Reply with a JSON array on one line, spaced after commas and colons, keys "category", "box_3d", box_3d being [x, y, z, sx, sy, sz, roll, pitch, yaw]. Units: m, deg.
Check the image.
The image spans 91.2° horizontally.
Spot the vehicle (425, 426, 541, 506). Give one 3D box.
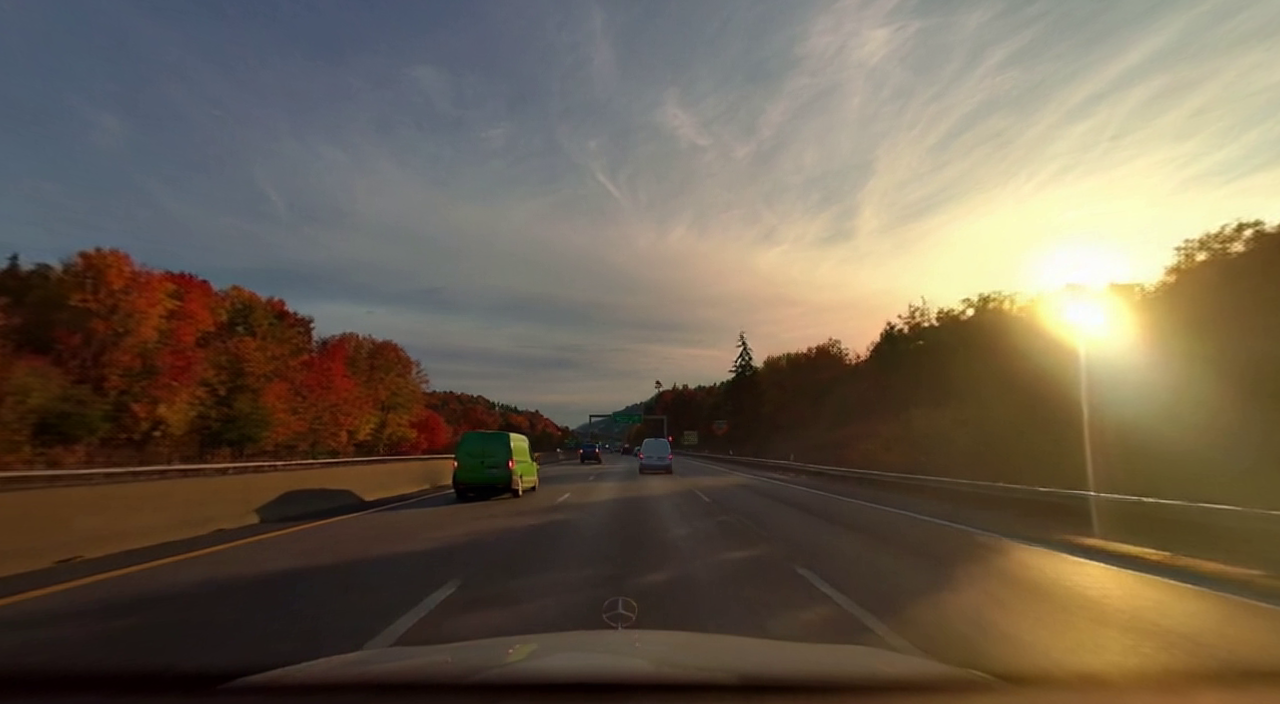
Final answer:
[{"category": "vehicle", "box_3d": [-3.879, 2.908, 16.248, 2.021, 1.790, 3.907, 0, -9, -1]}]

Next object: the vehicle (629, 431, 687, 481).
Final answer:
[{"category": "vehicle", "box_3d": [0.664, 4.456, 26.921, 2.179, 1.930, 4.538, 0, -9, -2]}]
